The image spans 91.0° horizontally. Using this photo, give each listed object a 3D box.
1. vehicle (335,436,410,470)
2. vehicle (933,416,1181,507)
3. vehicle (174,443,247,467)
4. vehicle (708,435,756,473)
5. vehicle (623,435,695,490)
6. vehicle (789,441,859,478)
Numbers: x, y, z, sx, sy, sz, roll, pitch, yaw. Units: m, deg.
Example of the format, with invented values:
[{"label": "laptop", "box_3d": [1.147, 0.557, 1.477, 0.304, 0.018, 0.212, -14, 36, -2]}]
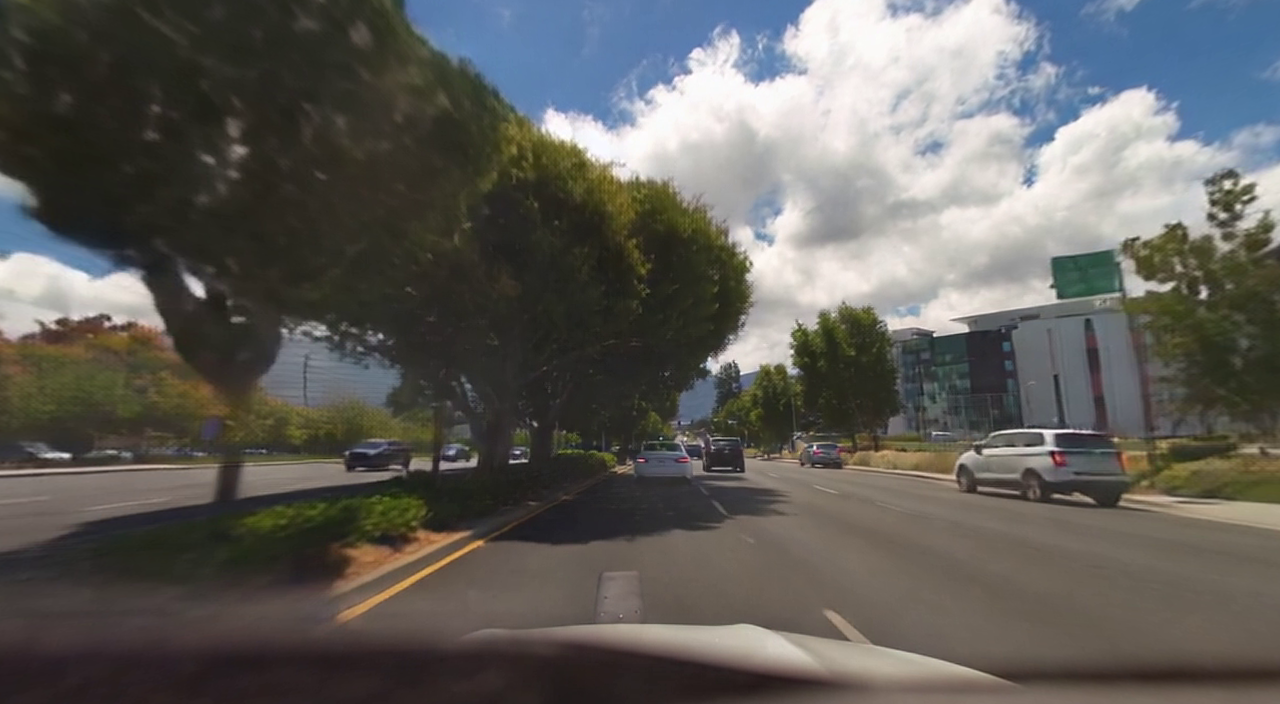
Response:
[{"label": "vehicle", "box_3d": [-12.669, 4.807, 30.058, 1.785, 1.503, 3.885, 0, -9, 2]}, {"label": "vehicle", "box_3d": [11.269, 3.053, 18.063, 2.493, 2.084, 6.892, 0, -9, 1]}, {"label": "vehicle", "box_3d": [-32.760, 7.815, 48.026, 4.949, 1.714, 1.936, -3, -9, 20]}, {"label": "vehicle", "box_3d": [4.710, 5.296, 32.803, 1.976, 1.796, 4.159, 0, -9, 2]}, {"label": "vehicle", "box_3d": [0.647, 3.618, 20.954, 2.145, 1.603, 4.369, 0, -8, 2]}, {"label": "vehicle", "box_3d": [8.153, 4.797, 28.316, 1.928, 1.488, 4.361, 0, -9, 2]}]
